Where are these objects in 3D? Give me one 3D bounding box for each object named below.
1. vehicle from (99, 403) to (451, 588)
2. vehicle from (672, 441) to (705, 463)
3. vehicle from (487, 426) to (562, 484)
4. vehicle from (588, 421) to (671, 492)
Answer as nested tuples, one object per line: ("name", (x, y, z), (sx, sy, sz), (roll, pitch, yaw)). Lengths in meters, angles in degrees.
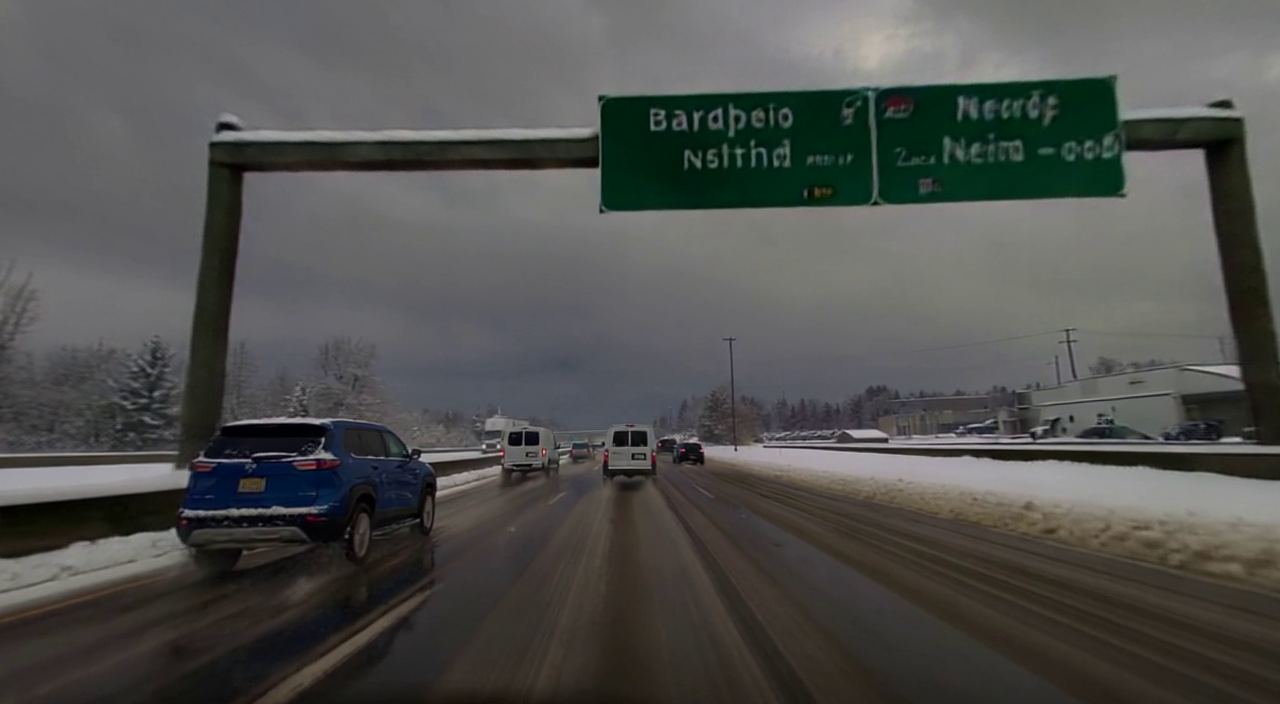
("vehicle", (-4.078, 1.648, 8.123), (1.972, 1.703, 4.333), (0, -8, -1))
("vehicle", (3.503, 7.299, 46.219), (1.999, 1.494, 3.833), (0, -8, -2))
("vehicle", (-4.169, 3.781, 23.445), (2.038, 1.936, 4.300), (0, -8, -1))
("vehicle", (-0.337, 3.216, 19.741), (2.304, 1.925, 4.282), (0, -8, -1))
